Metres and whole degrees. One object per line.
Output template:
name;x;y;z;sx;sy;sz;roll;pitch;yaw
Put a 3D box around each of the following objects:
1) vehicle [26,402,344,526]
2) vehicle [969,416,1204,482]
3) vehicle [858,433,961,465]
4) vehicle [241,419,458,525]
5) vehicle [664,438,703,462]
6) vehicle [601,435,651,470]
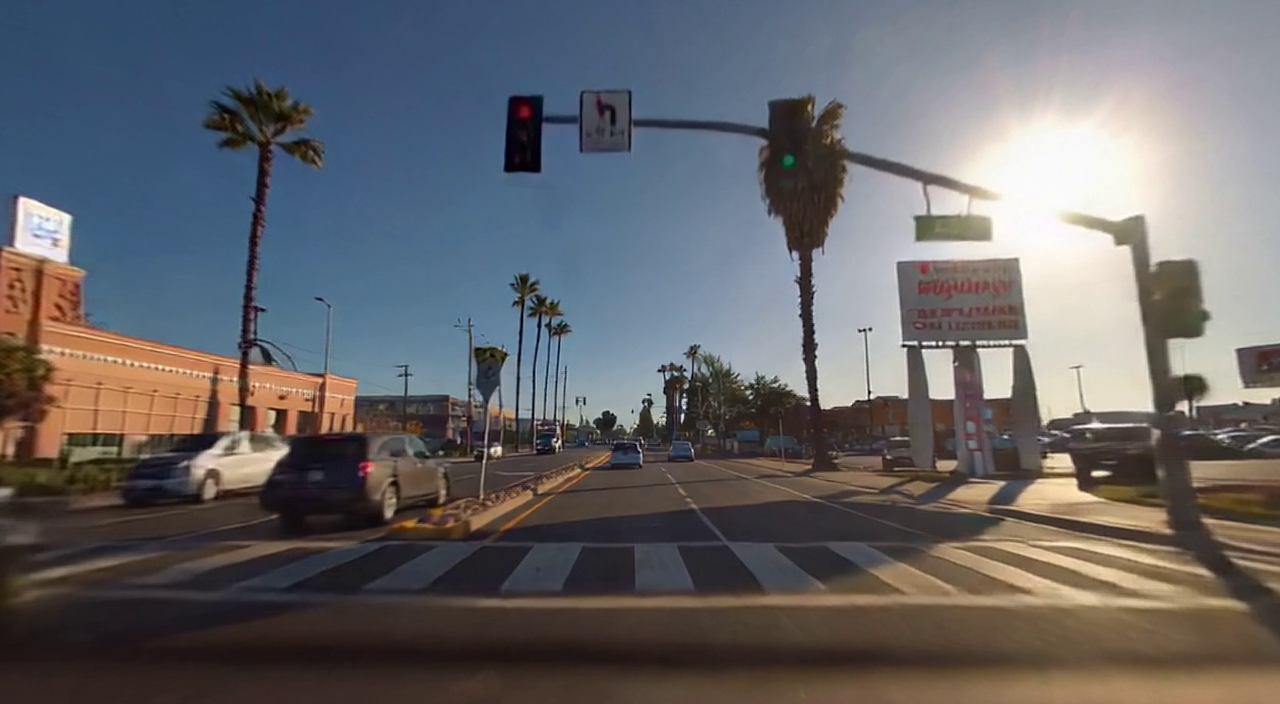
vehicle;-8.768;2.236;13.260;2.306;2.012;5.852;0;-8;0
vehicle;13.675;3.004;19.665;5.718;1.911;2.088;0;-8;-2
vehicle;13.589;4.907;32.109;4.360;1.523;1.900;0;-8;-1
vehicle;-5.187;2.186;12.136;2.060;1.643;4.359;0;-8;0
vehicle;2.714;6.213;40.245;2.060;1.471;4.168;0;-8;-2
vehicle;-0.665;4.662;29.655;2.160;1.508;4.319;0;-8;-1
